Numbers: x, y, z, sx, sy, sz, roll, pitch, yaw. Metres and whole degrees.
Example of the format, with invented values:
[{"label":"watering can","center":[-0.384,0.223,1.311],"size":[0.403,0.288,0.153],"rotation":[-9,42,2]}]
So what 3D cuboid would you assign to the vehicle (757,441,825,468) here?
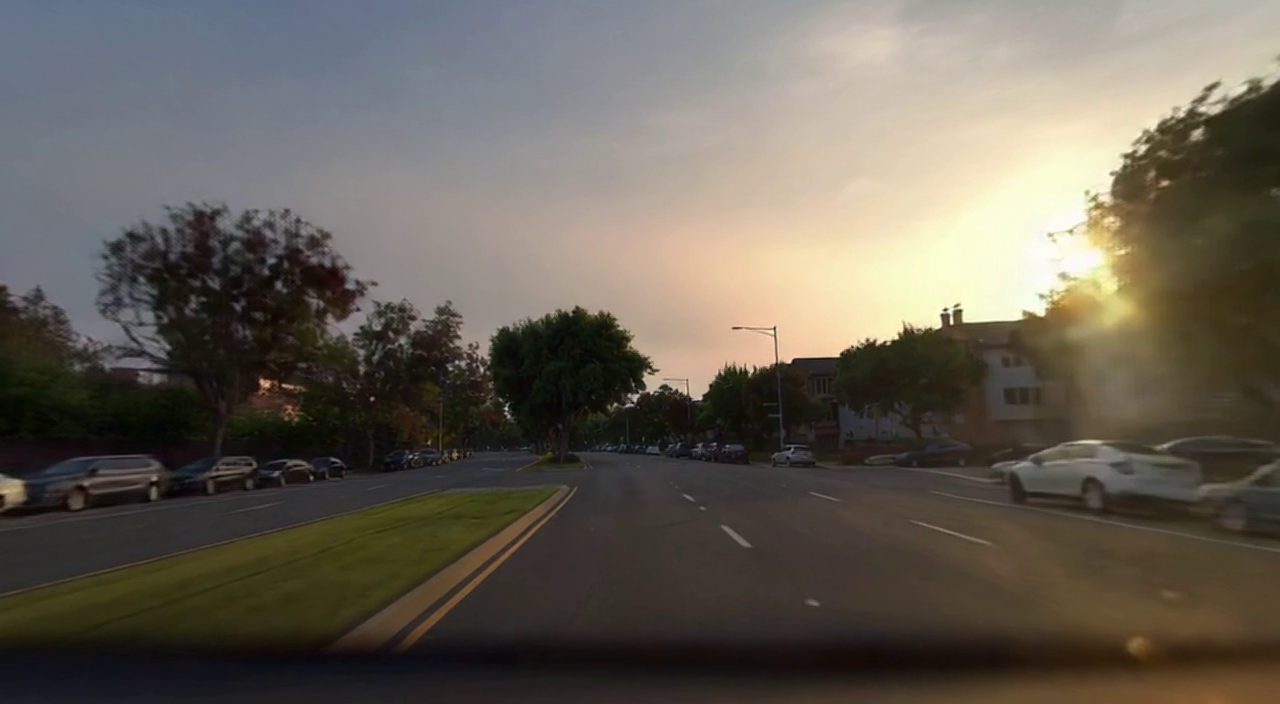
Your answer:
[{"label":"vehicle","center":[9.407,6.435,39.605],"size":[1.919,1.627,4.196],"rotation":[5,-10,-26]}]

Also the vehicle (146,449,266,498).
[{"label":"vehicle","center":[-17.681,4.924,25.973],"size":[1.883,1.775,4.466],"rotation":[-1,-8,-2]}]

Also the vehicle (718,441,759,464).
[{"label":"vehicle","center":[7.704,7.966,49.934],"size":[2.039,1.752,4.876],"rotation":[1,-9,-6]}]

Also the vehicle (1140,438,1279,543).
[{"label":"vehicle","center":[9.707,1.889,8.546],"size":[1.863,1.423,4.709],"rotation":[1,-9,-2]}]

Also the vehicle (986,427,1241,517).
[{"label":"vehicle","center":[9.786,2.515,13.680],"size":[1.853,1.578,4.736],"rotation":[0,-9,0]}]

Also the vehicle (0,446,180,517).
[{"label":"vehicle","center":[-17.431,3.997,20.053],"size":[2.099,1.917,4.720],"rotation":[-1,-8,-2]}]

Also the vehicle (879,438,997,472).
[{"label":"vehicle","center":[15.654,5.424,33.316],"size":[5.088,1.538,2.114],"rotation":[-2,-7,2]}]

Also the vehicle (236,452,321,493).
[{"label":"vehicle","center":[-17.838,5.899,31.331],"size":[1.802,1.477,4.648],"rotation":[-3,-5,-4]}]

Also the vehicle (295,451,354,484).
[{"label":"vehicle","center":[-18.197,6.651,36.503],"size":[1.836,1.512,3.581],"rotation":[-2,-6,-5]}]
